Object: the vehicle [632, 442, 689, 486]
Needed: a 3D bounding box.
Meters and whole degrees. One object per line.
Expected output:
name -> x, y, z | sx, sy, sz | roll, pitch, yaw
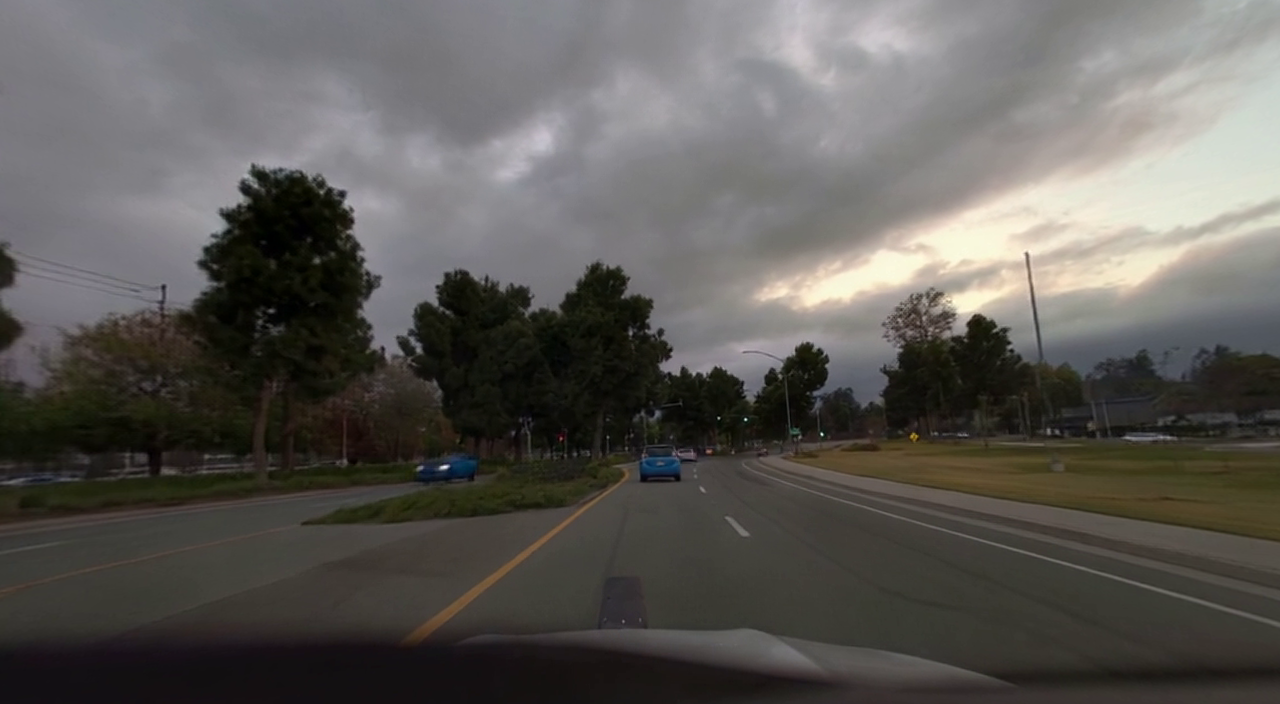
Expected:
vehicle -> 0.846, 4.257, 24.216 | 2.010, 1.535, 3.735 | -1, -8, 3
